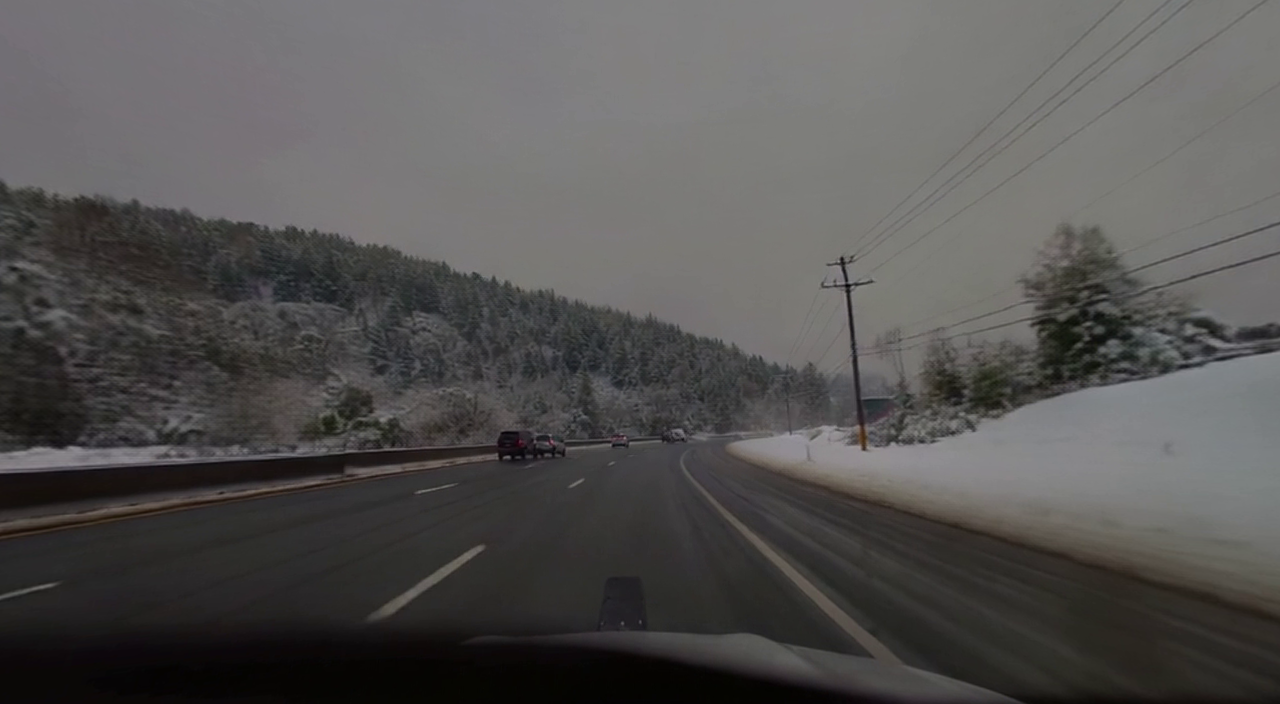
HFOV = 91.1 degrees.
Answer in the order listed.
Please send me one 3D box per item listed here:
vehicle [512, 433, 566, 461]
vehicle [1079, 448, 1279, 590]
[{"bbox_3d":[-5.744,5.463,36.232,2.010,1.489,4.456,-1,-8,5],"label":"vehicle"},{"bbox_3d":[10.267,2.565,10.123,2.325,1.972,5.577,0,-8,0],"label":"vehicle"}]
